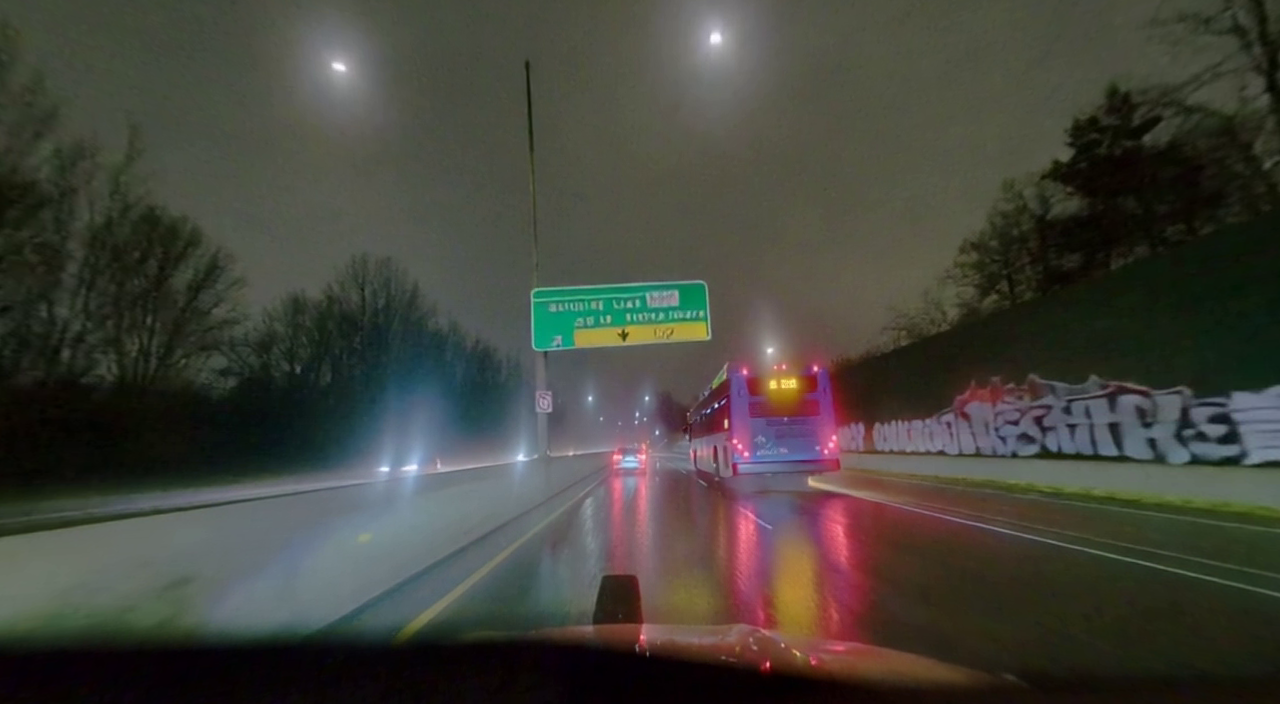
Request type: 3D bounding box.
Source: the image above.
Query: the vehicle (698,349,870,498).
[{"bbox_3d":[3.947,2.636,21.073,3.055,3.479,12.521,-1,-9,1],"label":"vehicle"}]

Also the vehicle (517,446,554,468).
[{"bbox_3d":[-8.137,8.260,49.332,2.064,1.648,4.371,-1,-9,2],"label":"vehicle"}]

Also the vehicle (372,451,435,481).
[{"bbox_3d":[-12.721,6.125,33.927,1.813,1.456,3.830,-1,-9,1],"label":"vehicle"}]

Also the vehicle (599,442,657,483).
[{"bbox_3d":[-0.417,4.491,25.692,2.160,1.532,4.073,-1,-9,1],"label":"vehicle"}]
